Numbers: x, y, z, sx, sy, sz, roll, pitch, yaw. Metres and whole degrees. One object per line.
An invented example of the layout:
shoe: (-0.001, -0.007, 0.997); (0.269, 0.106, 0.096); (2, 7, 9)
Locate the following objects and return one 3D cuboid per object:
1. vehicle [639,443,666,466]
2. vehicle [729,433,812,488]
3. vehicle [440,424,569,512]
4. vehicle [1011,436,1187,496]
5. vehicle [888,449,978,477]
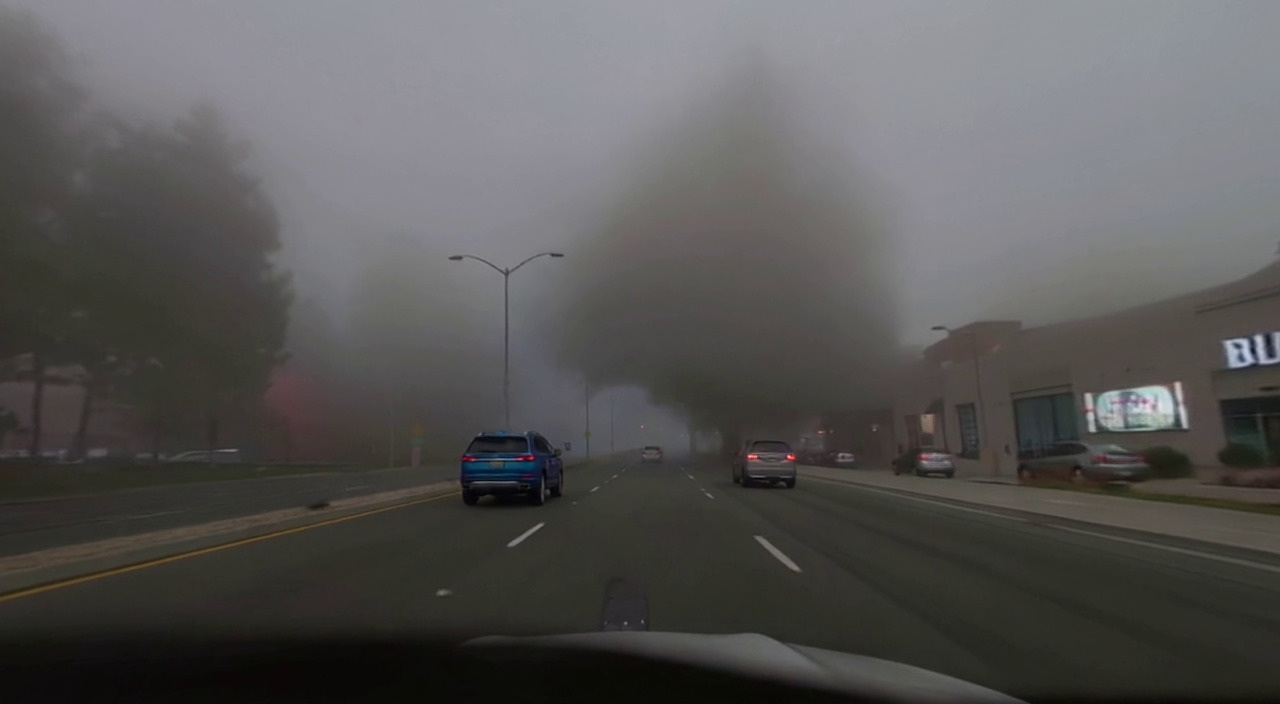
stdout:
vehicle: (0.979, 7.973, 49.271); (2.067, 1.702, 3.987); (0, -9, 1)
vehicle: (4.564, 3.868, 22.812); (2.083, 1.779, 4.347); (0, -9, 0)
vehicle: (-3.066, 2.730, 15.323); (2.047, 1.810, 4.414); (0, -9, 2)
vehicle: (15.077, 3.743, 21.139); (1.932, 1.748, 4.741); (2, -9, -8)
vehicle: (16.125, 6.096, 34.760); (4.133, 1.475, 1.833); (2, -9, -11)
